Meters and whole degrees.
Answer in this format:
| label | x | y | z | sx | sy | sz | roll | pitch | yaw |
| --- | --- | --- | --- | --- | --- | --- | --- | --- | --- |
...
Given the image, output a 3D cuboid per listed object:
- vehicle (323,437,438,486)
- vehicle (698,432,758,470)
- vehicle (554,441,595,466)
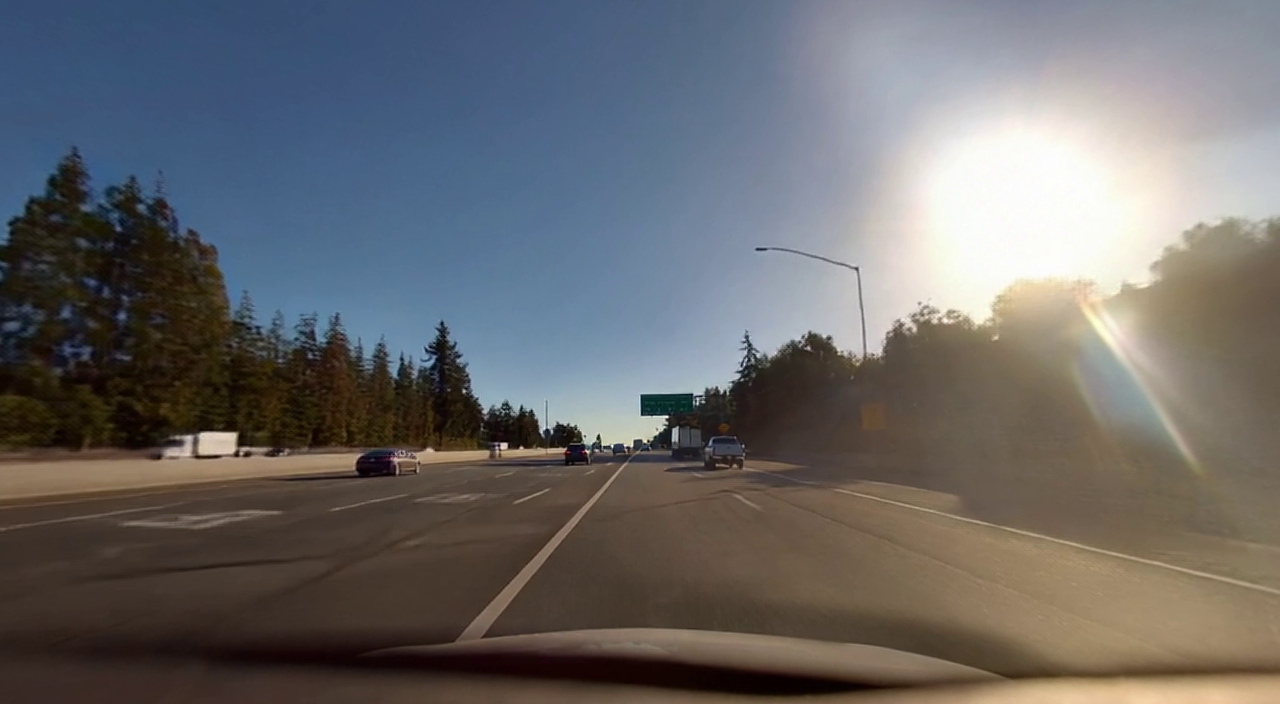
| label | x | y | z | sx | sy | sz | roll | pitch | yaw |
| --- | --- | --- | --- | --- | --- | --- | --- | --- | --- |
| vehicle | -8.707 | 3.689 | 21.657 | 1.899 | 1.465 | 4.589 | 0 | -8 | 2 |
| vehicle | 4.764 | 5.516 | 35.351 | 2.355 | 1.930 | 6.633 | 0 | -8 | -1 |
| vehicle | -4.122 | 6.463 | 40.387 | 1.981 | 1.473 | 4.317 | 0 | -8 | 2 |
